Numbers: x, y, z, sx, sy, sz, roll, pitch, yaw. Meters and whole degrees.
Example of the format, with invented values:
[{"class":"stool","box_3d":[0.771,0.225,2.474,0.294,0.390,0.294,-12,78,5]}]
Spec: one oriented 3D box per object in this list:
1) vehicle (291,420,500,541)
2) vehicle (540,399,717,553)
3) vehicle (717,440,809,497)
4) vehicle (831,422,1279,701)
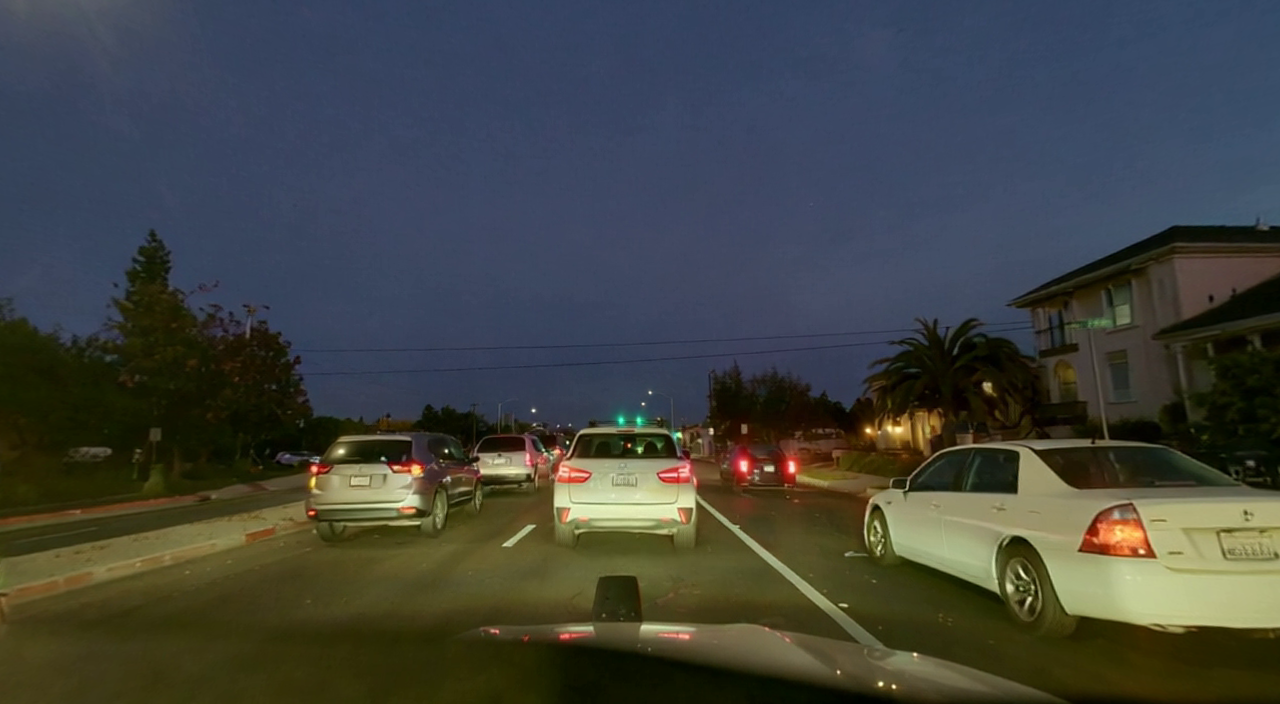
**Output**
[{"class":"vehicle","box_3d":[-3.717,2.019,10.585,1.864,1.576,4.324,0,-8,-1]},{"class":"vehicle","box_3d":[-0.231,1.826,9.940,2.164,1.867,4.254,0,-8,-3]},{"class":"vehicle","box_3d":[3.501,3.373,18.736,1.880,1.476,3.932,0,-8,-1]},{"class":"vehicle","box_3d":[3.474,1.462,5.757,1.977,1.480,4.589,0,-8,-1]}]
